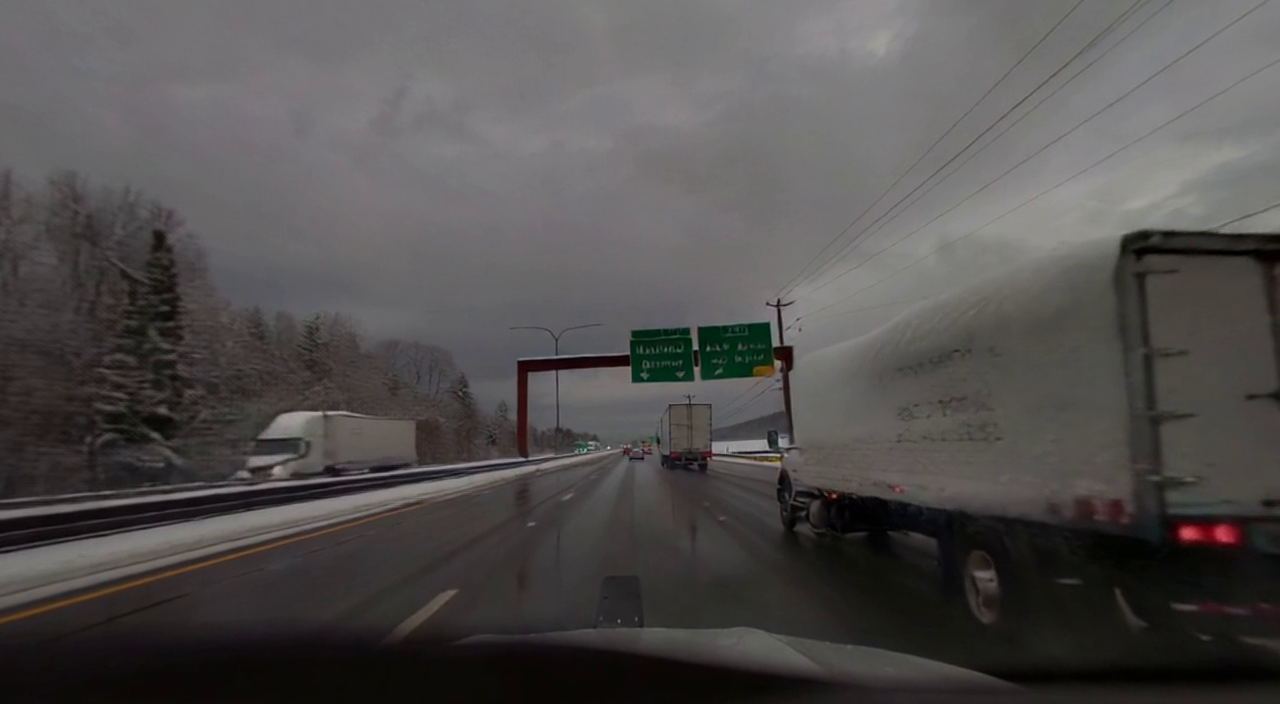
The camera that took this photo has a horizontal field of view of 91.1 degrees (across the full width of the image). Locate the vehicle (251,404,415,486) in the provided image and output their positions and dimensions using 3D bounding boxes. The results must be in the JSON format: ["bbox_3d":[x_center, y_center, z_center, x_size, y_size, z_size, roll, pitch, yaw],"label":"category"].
[{"bbox_3d":[-19.548,6.278,42.235,2.863,4.358,16.366,0,-9,0],"label":"vehicle"}]

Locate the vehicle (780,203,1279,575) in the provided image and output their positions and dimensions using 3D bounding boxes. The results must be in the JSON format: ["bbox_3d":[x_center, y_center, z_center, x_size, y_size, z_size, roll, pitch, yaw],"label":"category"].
[{"bbox_3d":[7.231,1.626,15.571,3.400,4.134,17.388,0,-9,0],"label":"vehicle"}]

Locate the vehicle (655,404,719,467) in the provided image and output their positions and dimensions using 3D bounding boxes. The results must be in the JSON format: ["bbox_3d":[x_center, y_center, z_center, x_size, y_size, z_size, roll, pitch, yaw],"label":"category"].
[{"bbox_3d":[3.235,6.682,49.157,3.202,4.046,17.146,0,-9,-1],"label":"vehicle"}]
